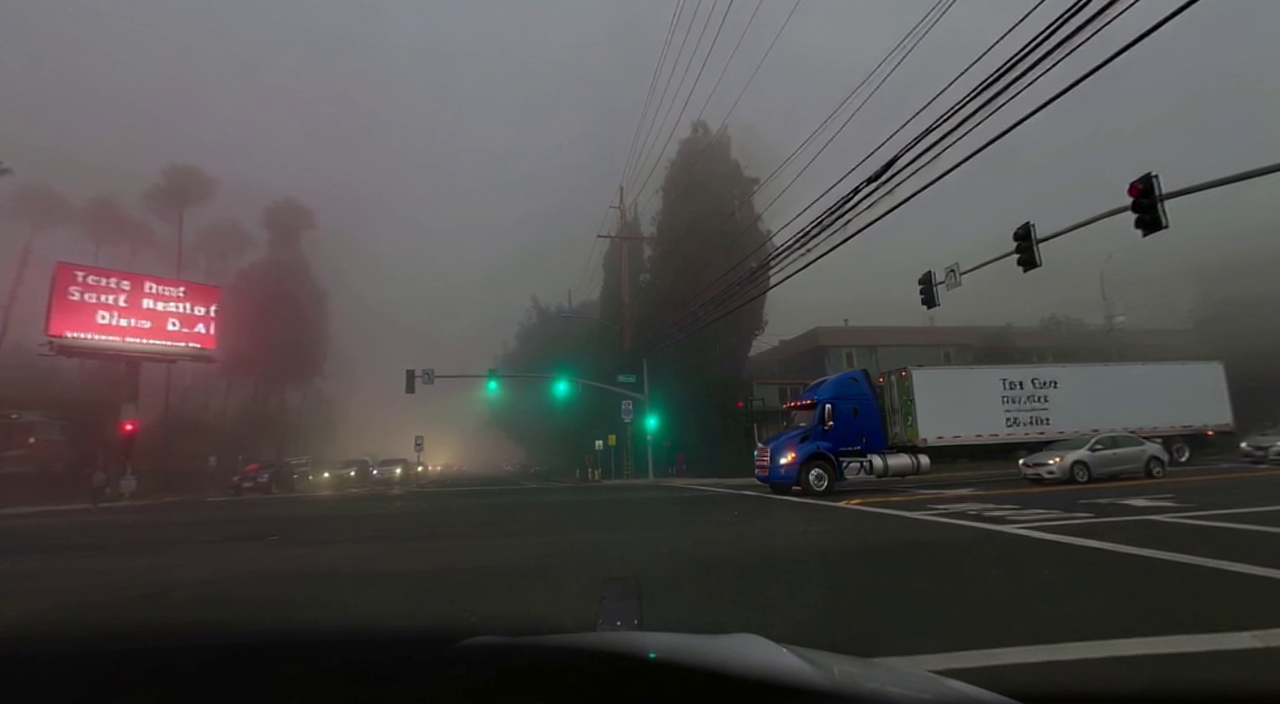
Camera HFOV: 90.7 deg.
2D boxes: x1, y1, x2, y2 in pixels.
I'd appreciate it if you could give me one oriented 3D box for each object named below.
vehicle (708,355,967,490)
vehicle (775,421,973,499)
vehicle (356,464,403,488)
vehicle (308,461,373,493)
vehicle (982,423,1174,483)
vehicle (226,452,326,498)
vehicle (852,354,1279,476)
[{"bbox_3d":[6.874,2.526,22.686,8.167,4.352,3.029,1,-9,-10],"label":"vehicle"},{"bbox_3d":[7.069,3.295,19.423,5.079,1.893,2.200,-2,-10,-11],"label":"vehicle"},{"bbox_3d":[-19.408,9.198,47.332,1.834,1.521,4.970,0,-9,-5],"label":"vehicle"},{"bbox_3d":[-18.418,7.671,39.156,2.028,1.744,4.876,0,-9,-5],"label":"vehicle"},{"bbox_3d":[14.059,3.266,20.437,4.958,1.510,1.949,-2,-10,-10],"label":"vehicle"},{"bbox_3d":[-22.845,7.688,40.148,2.989,2.573,6.053,0,-9,-4],"label":"vehicle"},{"bbox_3d":[16.964,2.445,24.565,17.071,4.151,2.876,1,-9,-11],"label":"vehicle"}]
